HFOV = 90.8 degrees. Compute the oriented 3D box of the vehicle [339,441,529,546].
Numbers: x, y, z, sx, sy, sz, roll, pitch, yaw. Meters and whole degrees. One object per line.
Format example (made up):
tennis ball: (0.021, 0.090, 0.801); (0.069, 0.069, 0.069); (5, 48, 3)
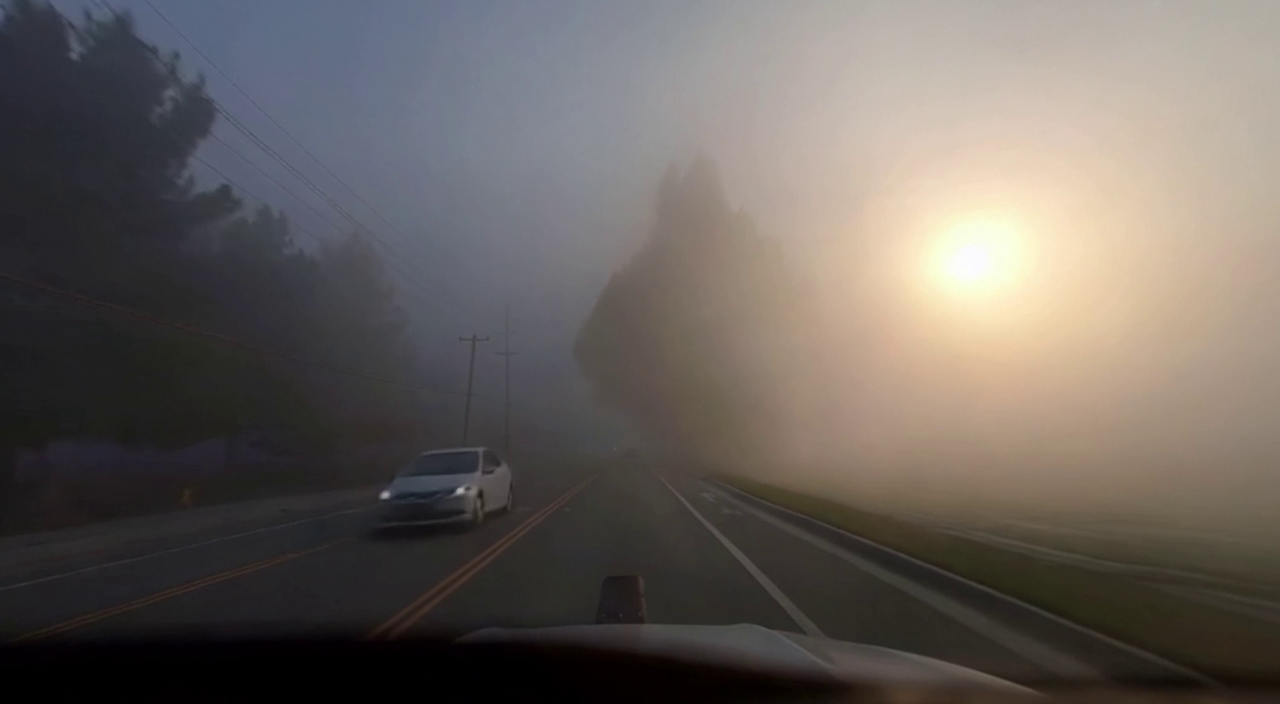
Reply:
vehicle: (-3.636, 2.571, 12.252); (2.086, 1.608, 4.649); (0, -9, 0)
